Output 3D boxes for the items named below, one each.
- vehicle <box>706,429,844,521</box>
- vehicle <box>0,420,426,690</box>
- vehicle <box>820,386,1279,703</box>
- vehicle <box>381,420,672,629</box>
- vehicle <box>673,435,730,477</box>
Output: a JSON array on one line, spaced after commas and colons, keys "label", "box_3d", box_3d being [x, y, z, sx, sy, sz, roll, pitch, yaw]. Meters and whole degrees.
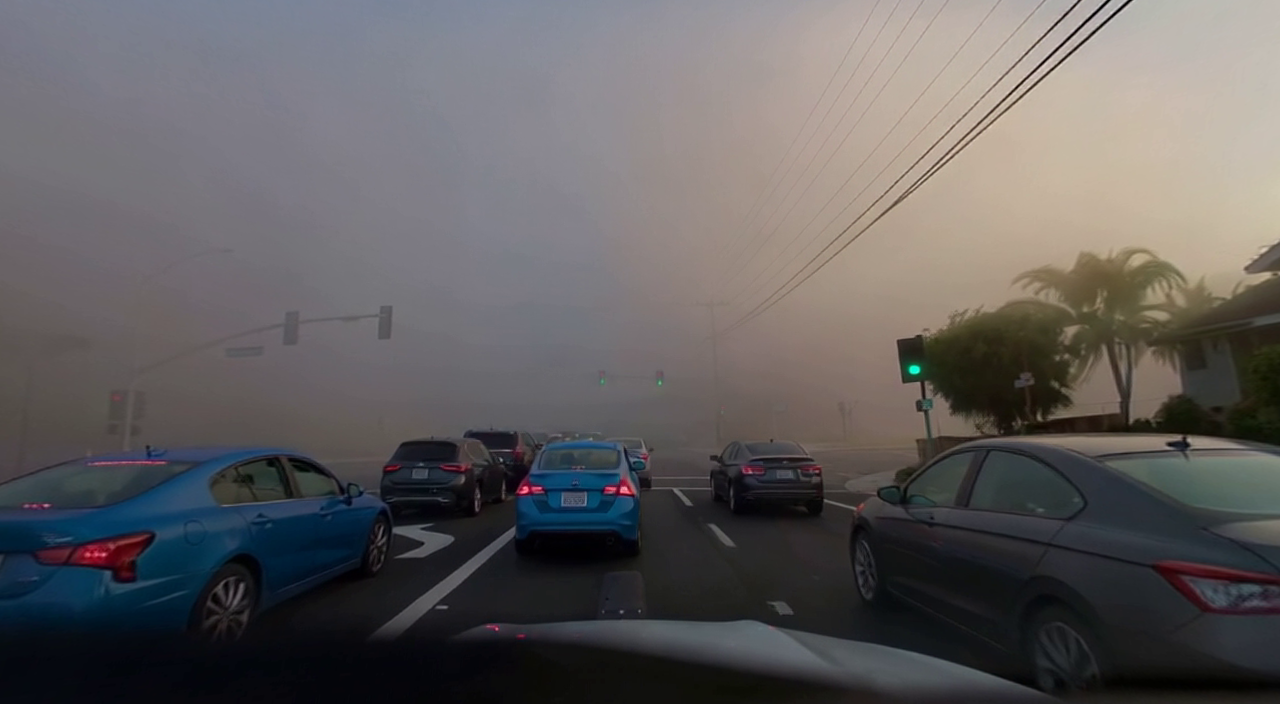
[{"label": "vehicle", "box_3d": [2.634, 2.512, 13.435, 1.956, 1.615, 4.205, 0, -9, -1]}, {"label": "vehicle", "box_3d": [-3.662, 1.459, 5.779, 2.058, 1.474, 4.473, 0, -9, -3]}, {"label": "vehicle", "box_3d": [2.773, 1.140, 3.847, 2.014, 1.464, 4.312, 0, -9, -1]}, {"label": "vehicle", "box_3d": [-0.866, 1.547, 6.588, 2.104, 1.500, 3.815, 0, -9, -1]}, {"label": "vehicle", "box_3d": [2.688, 4.687, 28.647, 2.063, 1.750, 4.410, 0, -9, -1]}]
